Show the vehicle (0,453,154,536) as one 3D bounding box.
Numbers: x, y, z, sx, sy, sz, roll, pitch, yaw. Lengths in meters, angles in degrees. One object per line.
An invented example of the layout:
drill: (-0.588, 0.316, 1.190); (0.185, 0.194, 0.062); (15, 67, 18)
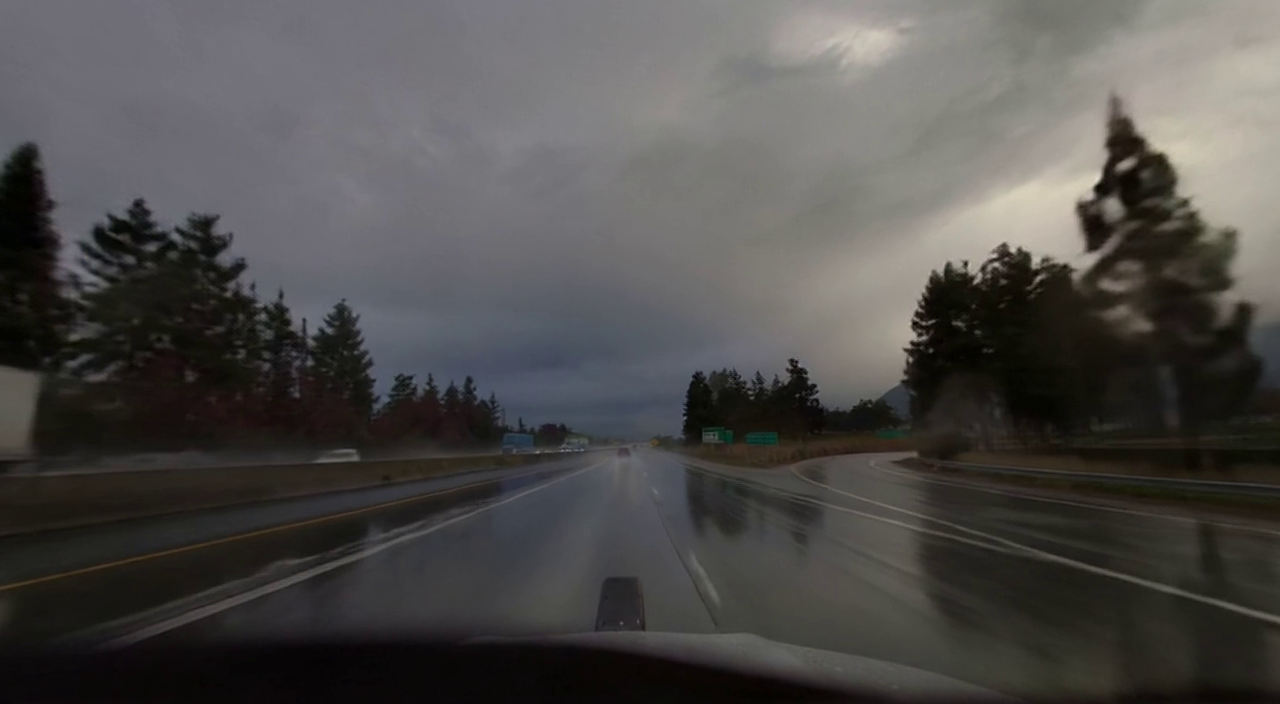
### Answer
vehicle: (-12.322, 2.817, 12.935); (1.706, 1.442, 3.740); (0, -9, 0)

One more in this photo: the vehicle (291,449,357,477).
vehicle: (-19.315, 6.758, 38.750); (1.894, 1.632, 4.208); (0, -9, -1)
